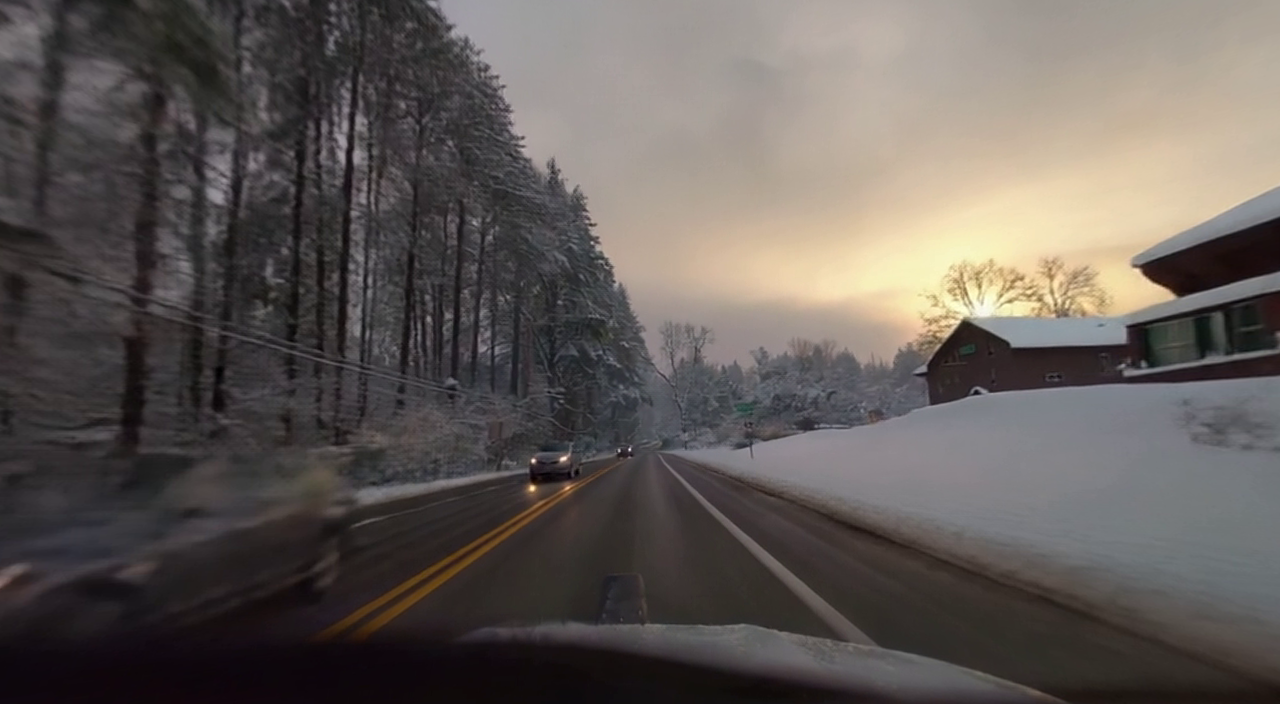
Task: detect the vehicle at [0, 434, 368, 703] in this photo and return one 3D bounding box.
[{"bbox_3d":[-4.024,1.388,4.651,2.031,1.477,4.450,0,-8,0],"label":"vehicle"}]

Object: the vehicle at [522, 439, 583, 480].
[{"bbox_3d":[-4.028,5.049,30.016,2.124,1.754,4.791,0,-8,1],"label":"vehicle"}]
